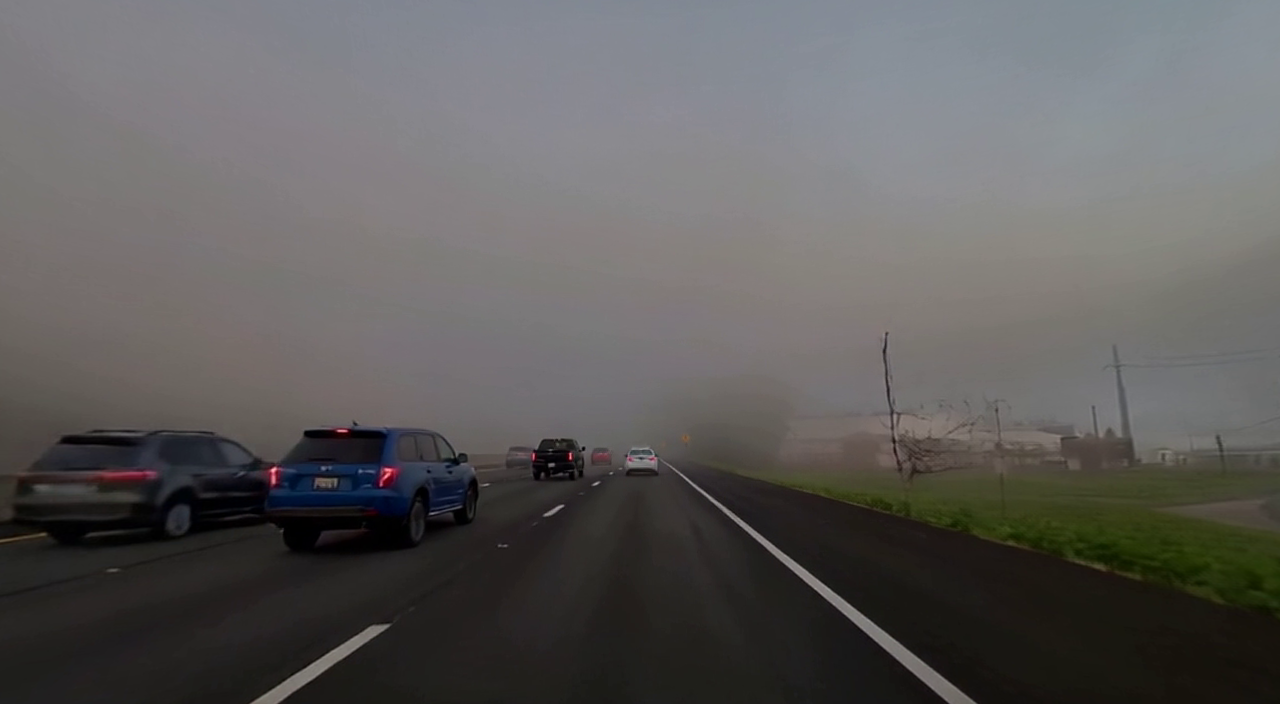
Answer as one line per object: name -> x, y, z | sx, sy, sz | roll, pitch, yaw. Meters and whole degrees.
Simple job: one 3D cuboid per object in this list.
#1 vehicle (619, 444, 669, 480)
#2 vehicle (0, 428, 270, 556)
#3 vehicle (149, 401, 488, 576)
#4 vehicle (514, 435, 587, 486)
vehicle -> 0.142, 4.785, 27.754 | 2.047, 1.473, 3.978 | 0, -8, 0
vehicle -> -8.391, 2.148, 10.408 | 1.897, 1.636, 4.295 | 0, -8, 1
vehicle -> -4.074, 1.848, 9.457 | 2.198, 1.848, 5.346 | 0, -8, 1
vehicle -> -3.407, 4.254, 24.993 | 2.133, 1.789, 4.518 | -1, -8, 1
